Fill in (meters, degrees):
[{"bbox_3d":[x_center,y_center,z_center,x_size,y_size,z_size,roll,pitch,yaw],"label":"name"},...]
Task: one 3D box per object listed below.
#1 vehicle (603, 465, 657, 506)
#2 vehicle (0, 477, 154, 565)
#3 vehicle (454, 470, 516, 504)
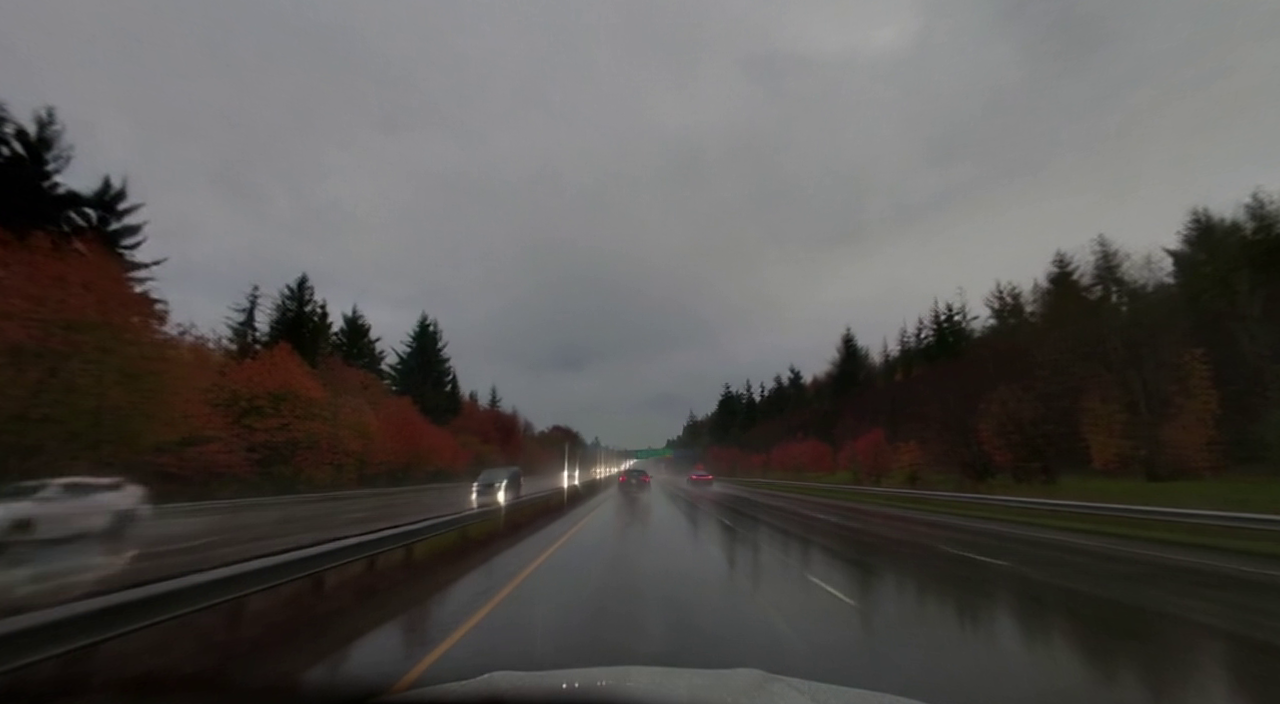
[{"bbox_3d":[-0.391,5.417,25.827,2.060,1.473,3.726,1,-10,0],"label":"vehicle"},{"bbox_3d":[-12.223,3.239,12.369,1.909,1.445,4.225,1,-10,1],"label":"vehicle"},{"bbox_3d":[-7.581,6.612,31.219,1.872,1.487,4.411,0,-10,1],"label":"vehicle"}]
